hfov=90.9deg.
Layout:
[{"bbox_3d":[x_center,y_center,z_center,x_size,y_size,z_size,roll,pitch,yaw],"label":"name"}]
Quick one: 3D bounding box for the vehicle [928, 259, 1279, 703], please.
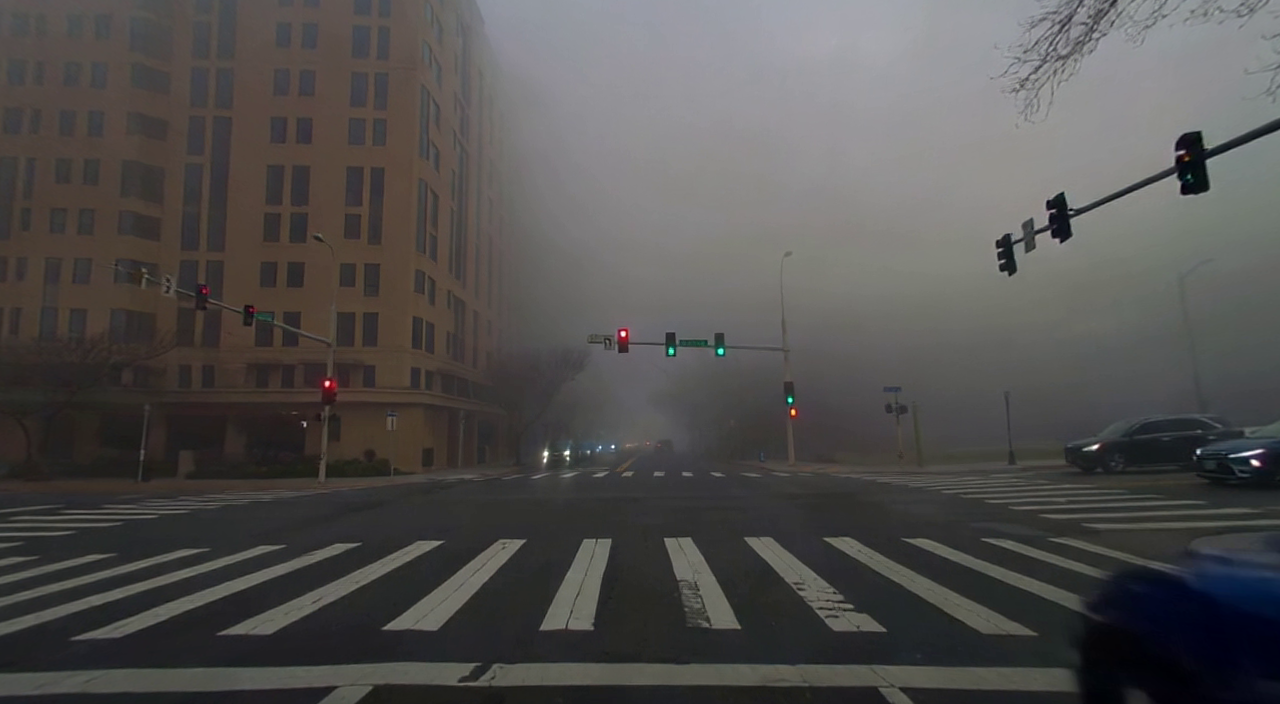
[{"bbox_3d":[2.966,0.595,1.410,2.301,1.816,4.871,0,-8,0],"label":"vehicle"}]
